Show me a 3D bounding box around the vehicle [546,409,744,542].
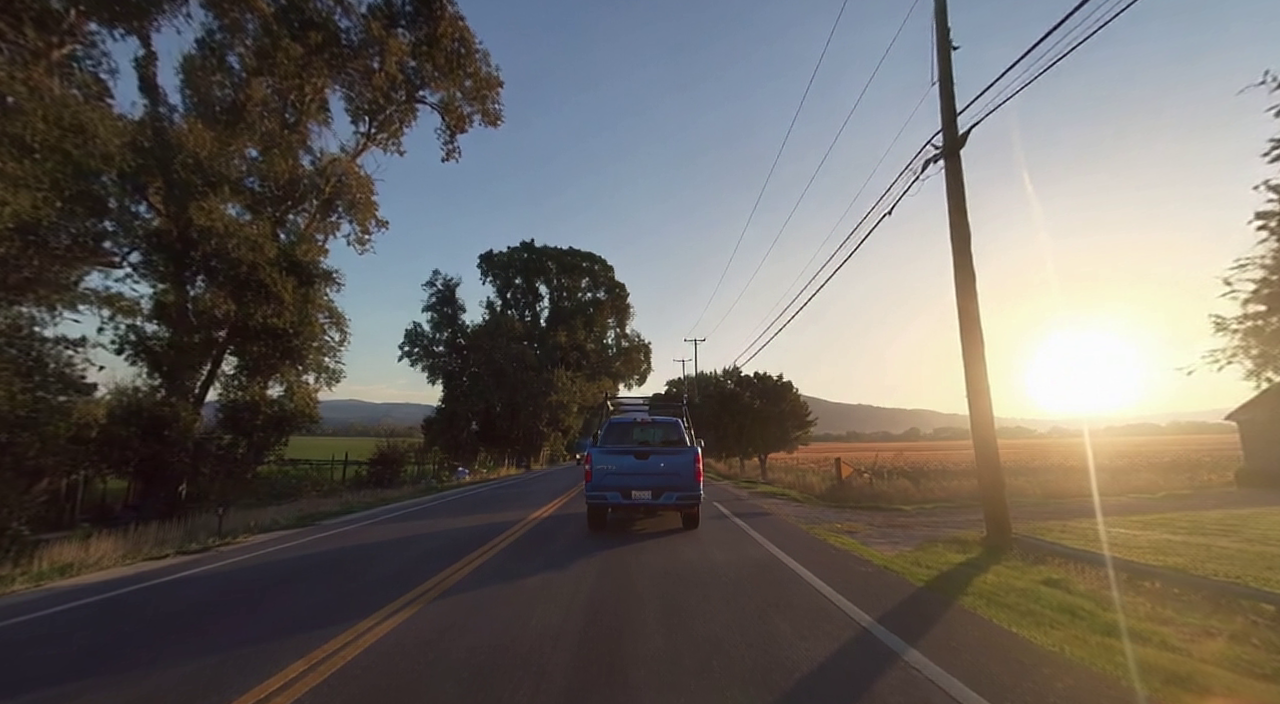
[{"bbox_3d":[0.030,2.173,11.889,2.774,1.861,5.885,0,-8,-1],"label":"vehicle"}]
